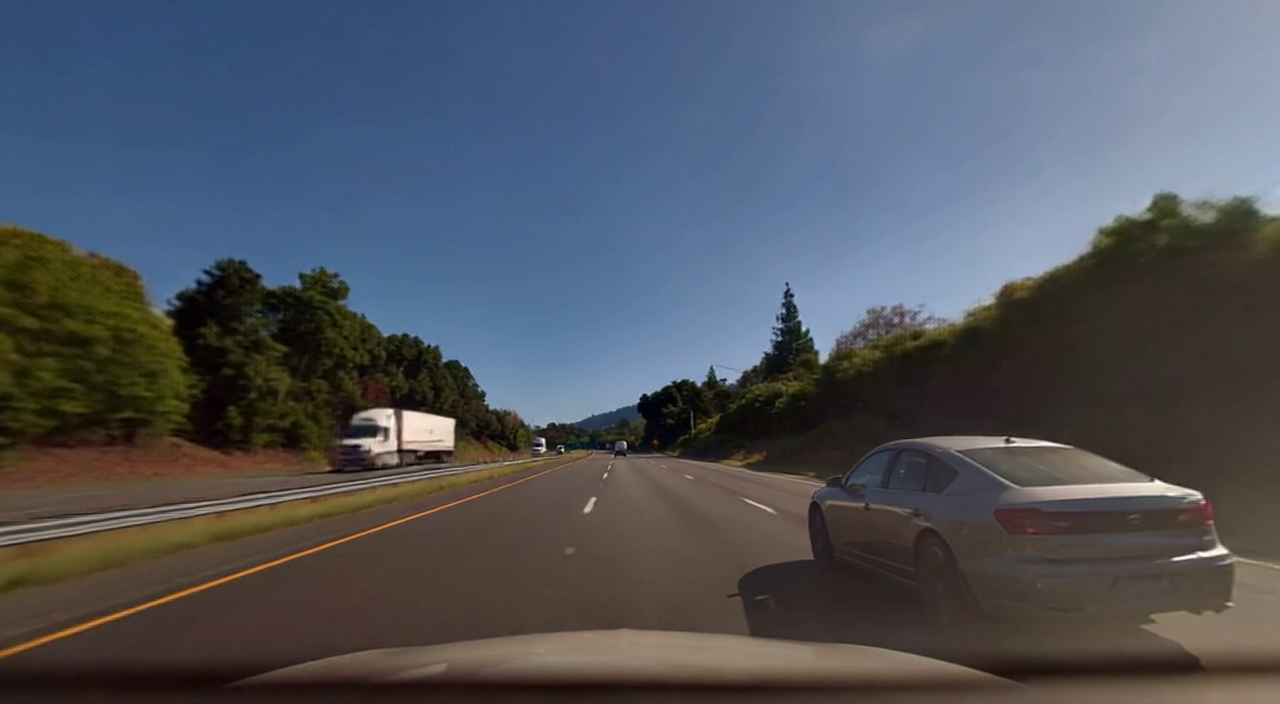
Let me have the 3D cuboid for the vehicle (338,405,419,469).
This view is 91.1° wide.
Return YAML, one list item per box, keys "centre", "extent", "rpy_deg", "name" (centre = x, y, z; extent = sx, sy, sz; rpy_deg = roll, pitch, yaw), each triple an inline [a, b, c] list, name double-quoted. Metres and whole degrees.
- centre: [-17.324, 5.752, 42.160]
  extent: [2.993, 3.952, 5.880]
  rpy_deg: [0, -9, -2]
  name: "vehicle"
